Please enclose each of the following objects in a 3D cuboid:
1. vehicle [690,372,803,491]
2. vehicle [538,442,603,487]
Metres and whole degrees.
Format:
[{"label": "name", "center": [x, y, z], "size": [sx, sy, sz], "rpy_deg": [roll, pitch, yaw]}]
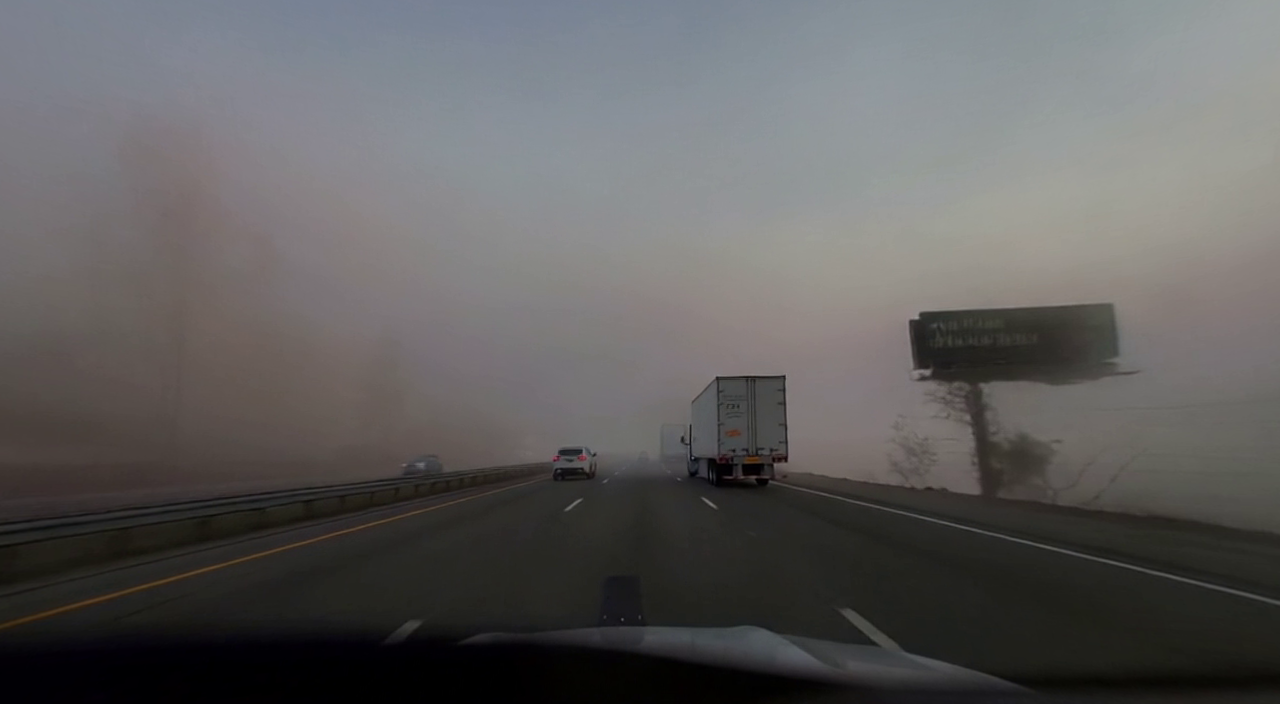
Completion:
[{"label": "vehicle", "center": [4.382, 3.913, 29.701], "size": [2.826, 4.269, 14.176], "rpy_deg": [0, -9, 0]}, {"label": "vehicle", "center": [-2.989, 4.969, 28.224], "size": [2.291, 1.788, 4.825], "rpy_deg": [0, -9, 1]}]
